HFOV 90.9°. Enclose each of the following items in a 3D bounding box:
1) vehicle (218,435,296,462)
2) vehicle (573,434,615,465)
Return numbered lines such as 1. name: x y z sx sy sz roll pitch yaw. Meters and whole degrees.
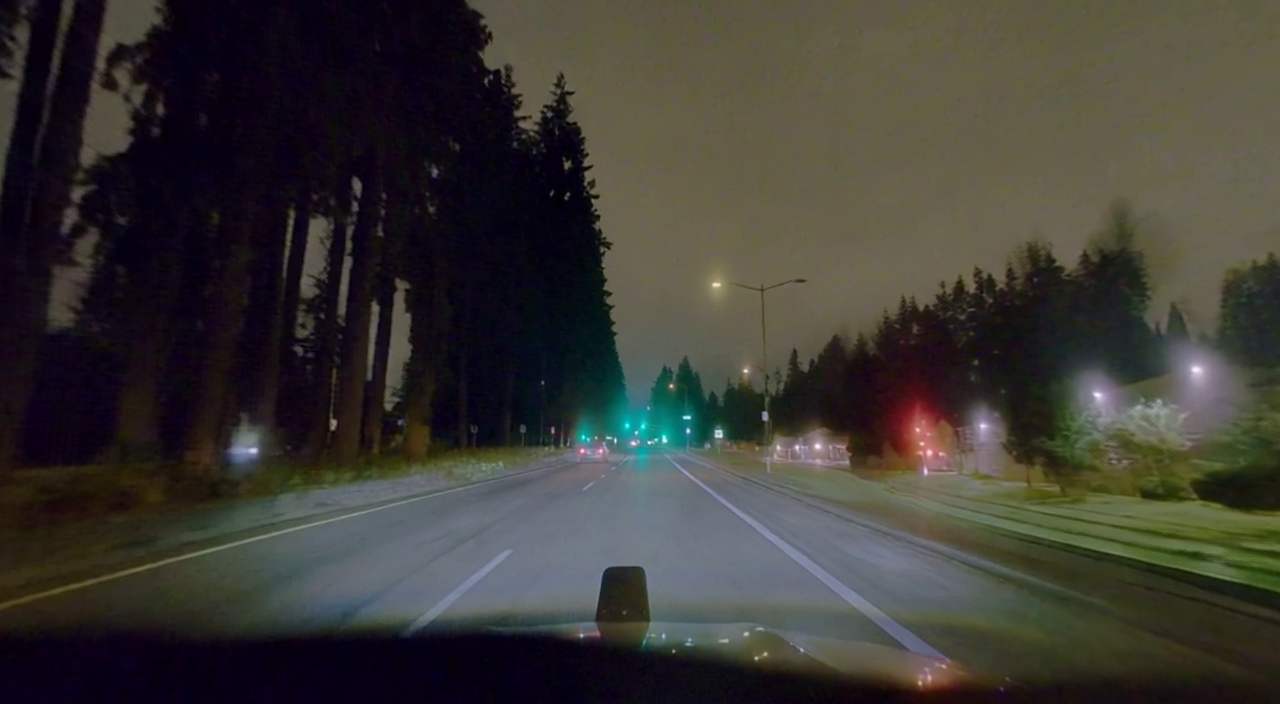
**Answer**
1. vehicle: -23.406 5.932 38.754 1.848 1.520 4.593 0 -8 2
2. vehicle: -2.626 5.649 36.782 2.016 1.694 4.335 0 -8 1
